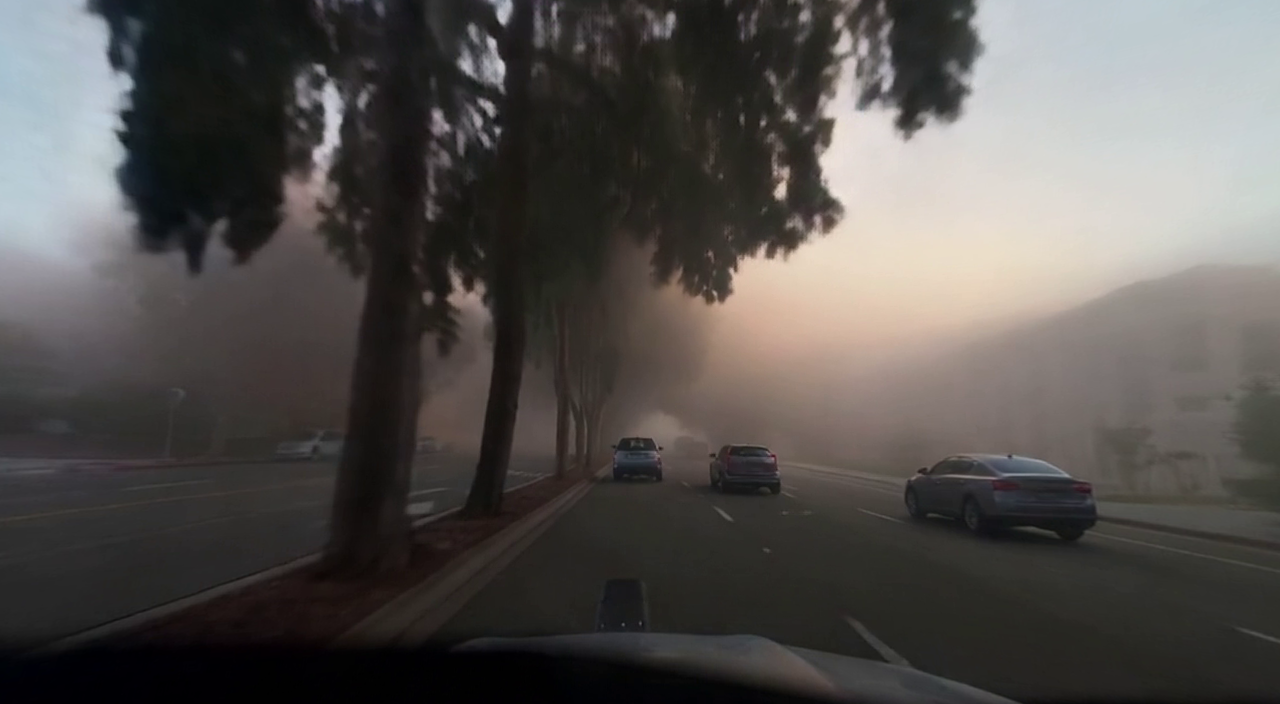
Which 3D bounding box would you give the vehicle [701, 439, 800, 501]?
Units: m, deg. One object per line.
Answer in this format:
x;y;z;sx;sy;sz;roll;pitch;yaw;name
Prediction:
2.957;3.240;17.702;1.932;1.510;4.168;0;-8;-1;vehicle

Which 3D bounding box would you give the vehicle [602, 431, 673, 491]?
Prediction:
-0.068;3.397;19.874;2.008;1.674;4.239;0;-8;0;vehicle

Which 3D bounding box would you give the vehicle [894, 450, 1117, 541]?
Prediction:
7.067;2.768;12.806;1.944;1.458;4.268;0;-8;-1;vehicle

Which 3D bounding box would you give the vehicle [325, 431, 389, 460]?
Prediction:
-18.533;6.157;41.403;1.915;1.824;4.760;0;-8;1;vehicle

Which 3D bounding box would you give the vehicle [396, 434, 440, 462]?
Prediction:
-14.140;6.078;39.768;2.161;1.642;4.587;4;-9;-24;vehicle

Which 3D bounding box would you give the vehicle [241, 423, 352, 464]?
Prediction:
-18.709;5.068;34.697;2.226;2.019;6.809;0;-8;1;vehicle

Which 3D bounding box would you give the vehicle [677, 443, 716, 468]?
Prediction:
3.582;6.586;40.231;2.012;1.462;4.163;0;-8;-1;vehicle
